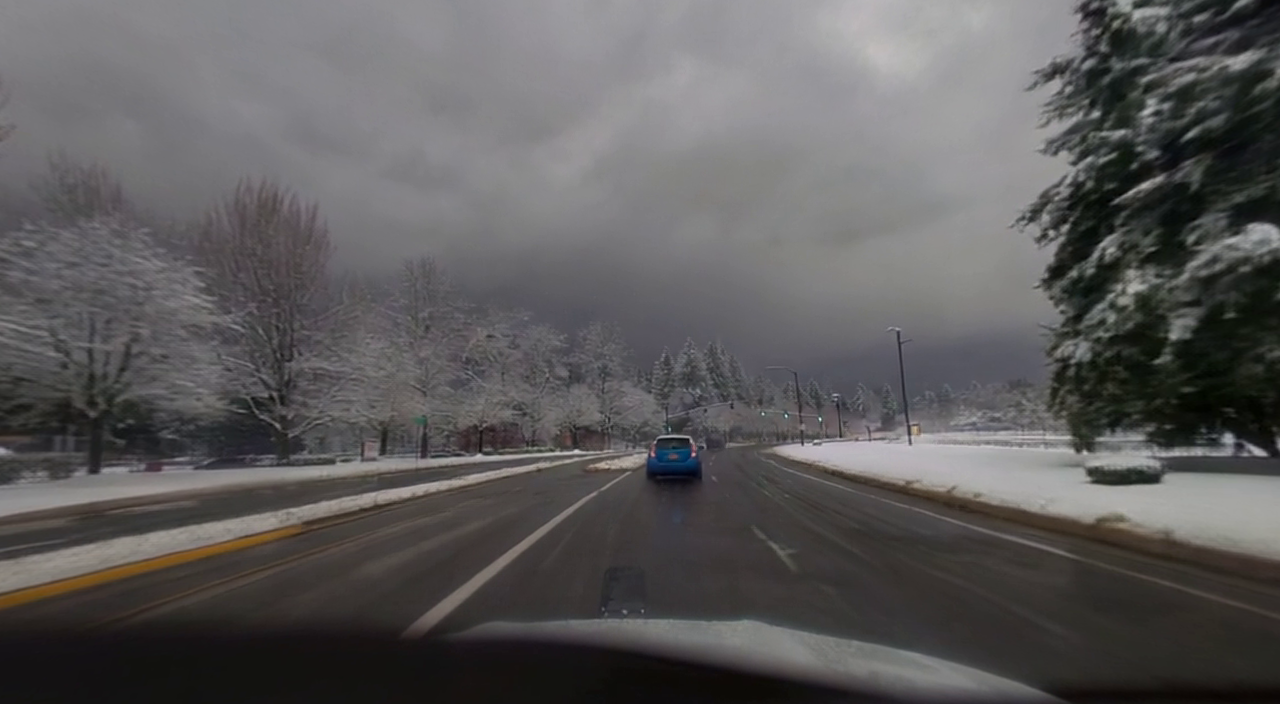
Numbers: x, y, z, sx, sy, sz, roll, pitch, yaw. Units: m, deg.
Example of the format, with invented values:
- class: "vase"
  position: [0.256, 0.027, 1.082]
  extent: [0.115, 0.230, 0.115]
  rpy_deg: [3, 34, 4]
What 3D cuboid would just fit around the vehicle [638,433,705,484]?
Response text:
- class: "vehicle"
  position: [1.084, 3.489, 20.910]
  extent: [2.010, 1.535, 3.735]
  rpy_deg: [-1, -8, 5]
